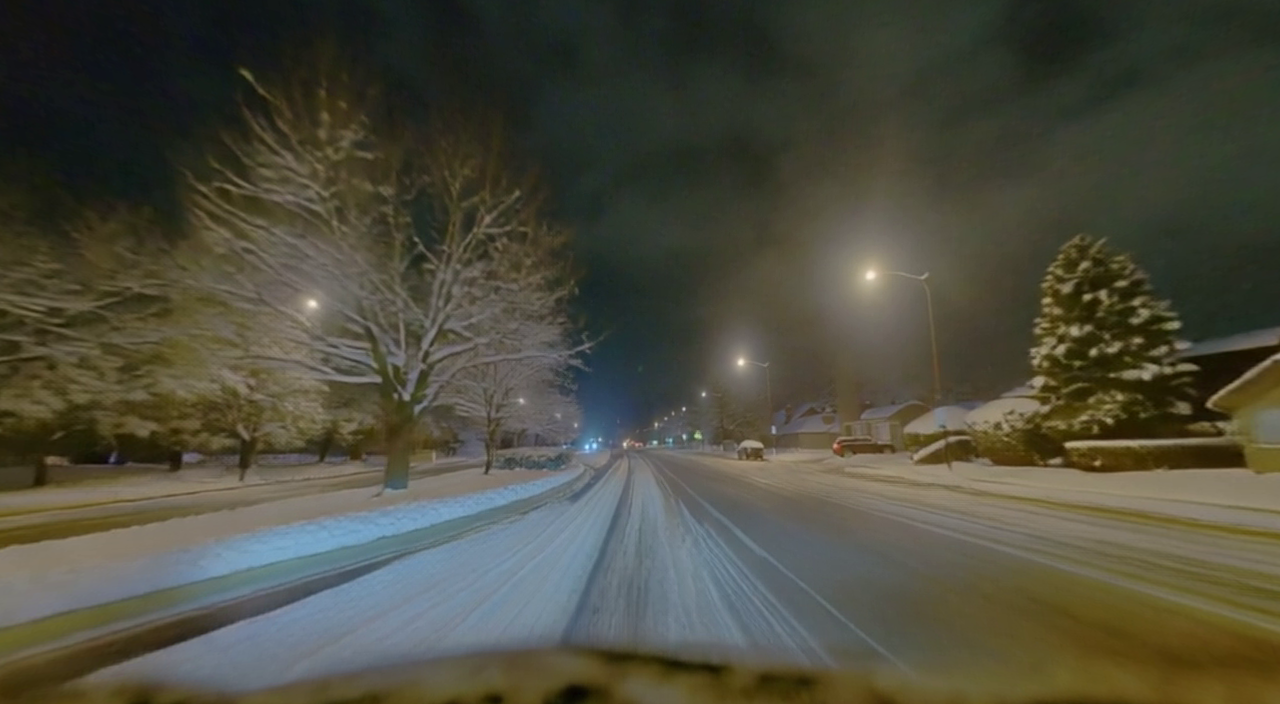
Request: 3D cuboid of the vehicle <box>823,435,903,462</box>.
[{"bbox_3d":[15.204,6.617,43.190,4.605,1.779,2.135,0,-9,-1],"label":"vehicle"}]
